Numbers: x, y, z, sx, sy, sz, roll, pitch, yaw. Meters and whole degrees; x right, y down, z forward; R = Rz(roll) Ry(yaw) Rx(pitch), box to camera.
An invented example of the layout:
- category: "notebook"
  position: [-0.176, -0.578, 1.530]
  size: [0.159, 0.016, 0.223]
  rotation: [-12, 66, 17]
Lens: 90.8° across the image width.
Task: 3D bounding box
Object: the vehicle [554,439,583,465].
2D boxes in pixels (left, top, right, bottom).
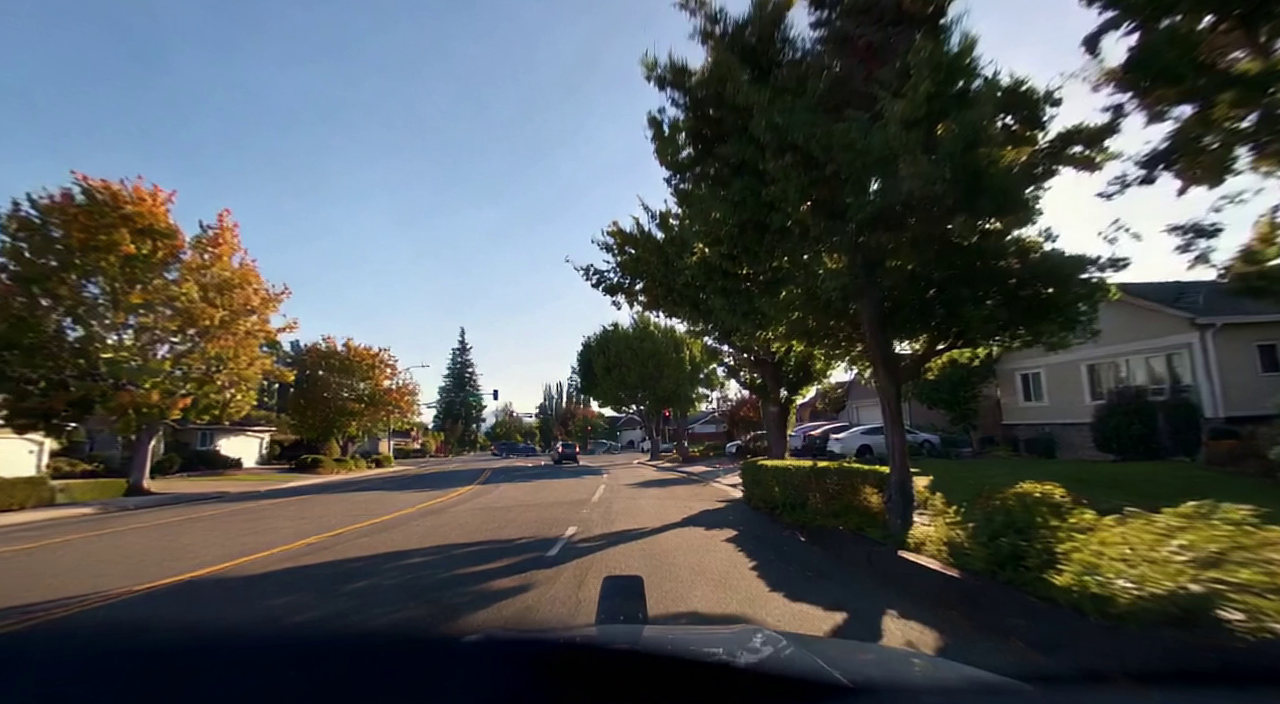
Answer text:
- category: "vehicle"
  position: [-5.503, 7.566, 47.897]
  size: [2.041, 1.834, 4.679]
  rotation: [1, -9, -8]

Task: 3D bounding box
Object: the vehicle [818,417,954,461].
- category: "vehicle"
  position: [9.724, 3.482, 25.234]
  size: [4.590, 1.648, 1.876]
  rotation: [0, -9, -3]
